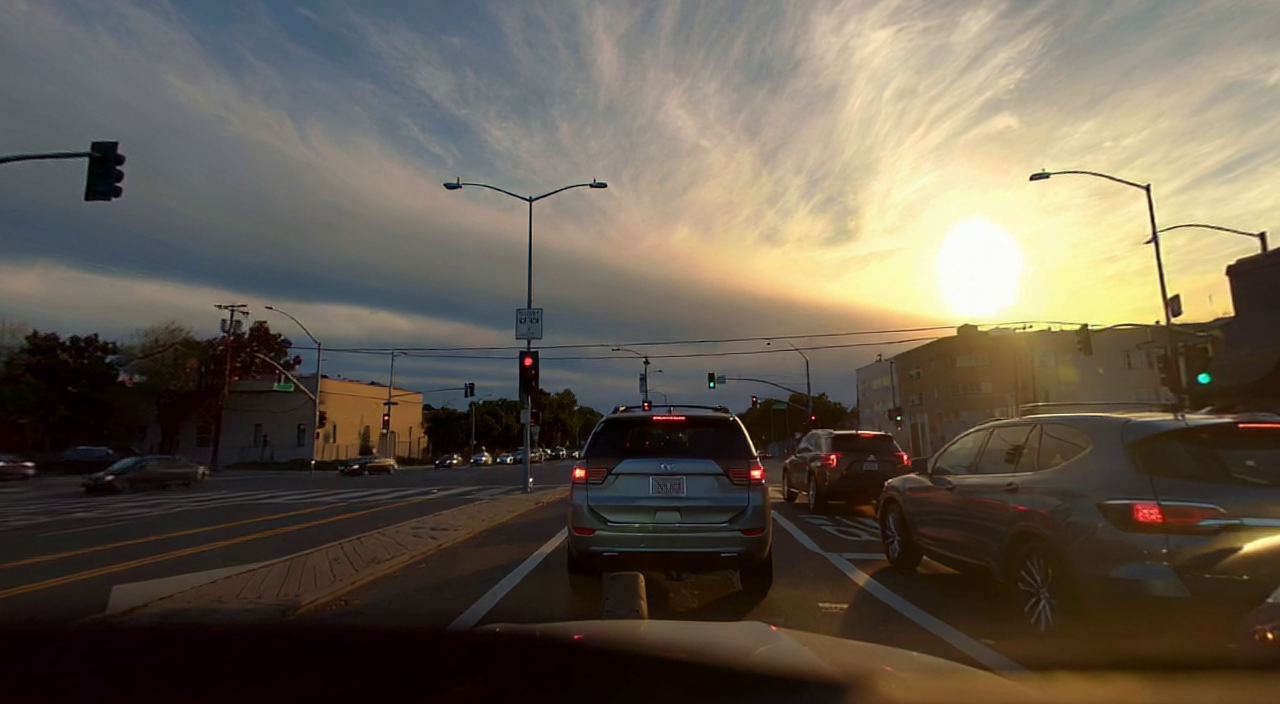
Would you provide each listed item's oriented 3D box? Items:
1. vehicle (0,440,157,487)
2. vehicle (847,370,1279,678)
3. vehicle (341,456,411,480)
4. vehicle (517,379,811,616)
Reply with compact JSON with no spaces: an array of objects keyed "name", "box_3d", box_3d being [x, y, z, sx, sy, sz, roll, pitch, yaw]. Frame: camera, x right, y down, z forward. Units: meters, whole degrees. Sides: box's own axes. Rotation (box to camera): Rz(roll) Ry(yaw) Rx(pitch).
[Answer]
[{"name":"vehicle","box_3d":[-24.566,4.841,27.556,5.062,1.946,2.243,0,-9,-1]},{"name":"vehicle","box_3d":[3.561,1.274,5.719,2.018,1.701,4.288,0,-9,2]},{"name":"vehicle","box_3d":[-18.044,7.933,43.398,1.864,1.444,4.255,-4,-9,22]},{"name":"vehicle","box_3d":[0.233,1.464,7.224,2.292,1.840,4.394,0,-9,1]}]
